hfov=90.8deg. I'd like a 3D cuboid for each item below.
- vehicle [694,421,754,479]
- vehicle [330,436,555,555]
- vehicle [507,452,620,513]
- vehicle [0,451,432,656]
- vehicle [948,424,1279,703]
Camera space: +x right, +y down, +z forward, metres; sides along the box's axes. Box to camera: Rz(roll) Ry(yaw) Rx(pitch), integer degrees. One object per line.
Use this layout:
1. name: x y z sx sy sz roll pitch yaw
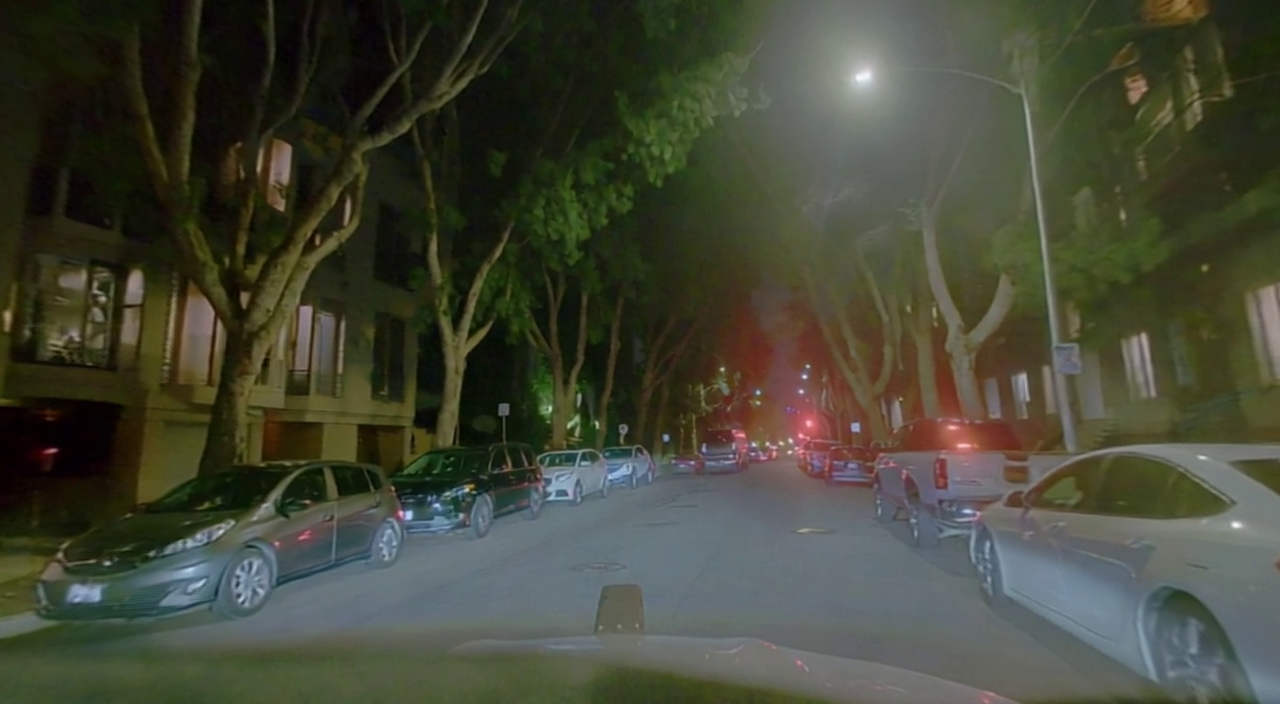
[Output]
1. vehicle: 4.864 5.463 35.543 2.716 2.887 6.781 -2 -9 12
2. vehicle: -3.463 2.603 12.445 2.203 1.815 4.972 -1 -8 9
3. vehicle: -2.046 3.695 18.526 1.861 1.474 4.749 -2 -9 12
4. vehicle: -4.366 1.916 7.244 1.855 1.510 4.406 -2 -8 10
5. vehicle: 3.738 1.237 3.968 1.992 1.456 4.610 -2 -8 10
